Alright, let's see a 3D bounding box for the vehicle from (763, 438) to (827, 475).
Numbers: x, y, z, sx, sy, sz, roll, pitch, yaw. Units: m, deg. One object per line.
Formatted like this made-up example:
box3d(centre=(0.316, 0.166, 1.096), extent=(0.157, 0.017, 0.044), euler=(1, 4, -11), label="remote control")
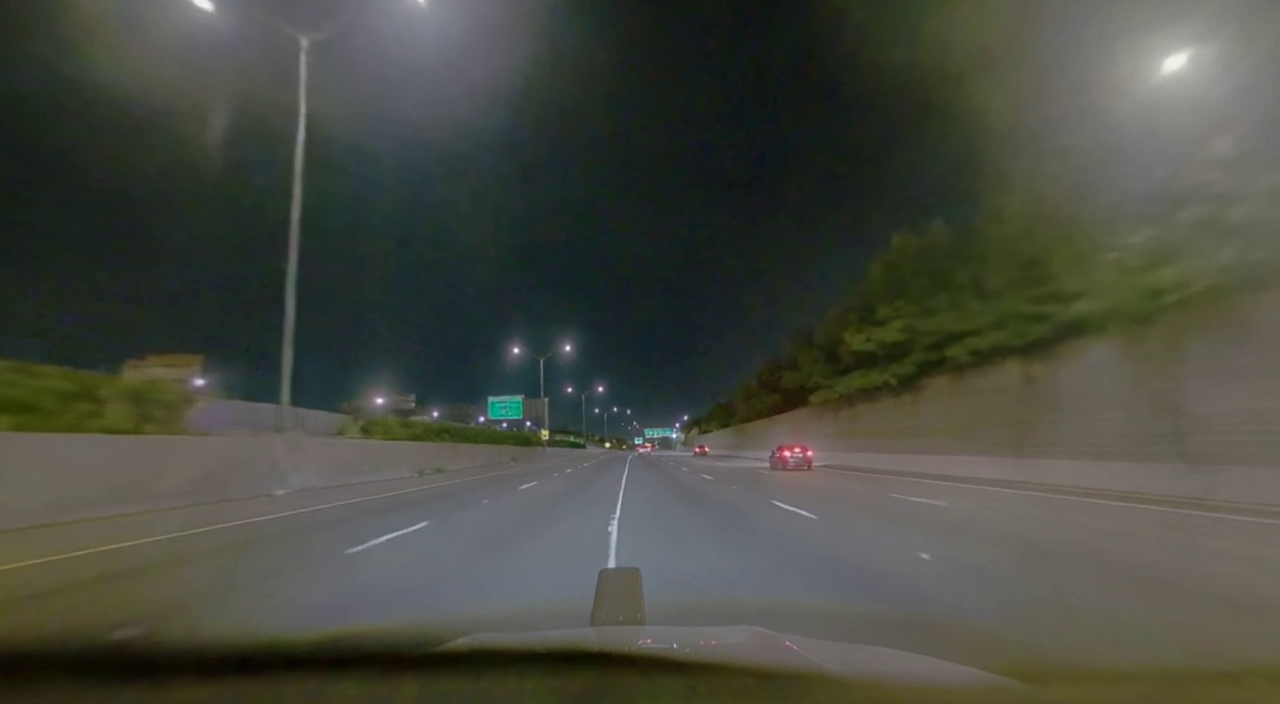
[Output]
box3d(centre=(7.983, 5.433, 32.875), extent=(2.167, 1.781, 4.340), euler=(0, -9, -1), label="vehicle")
